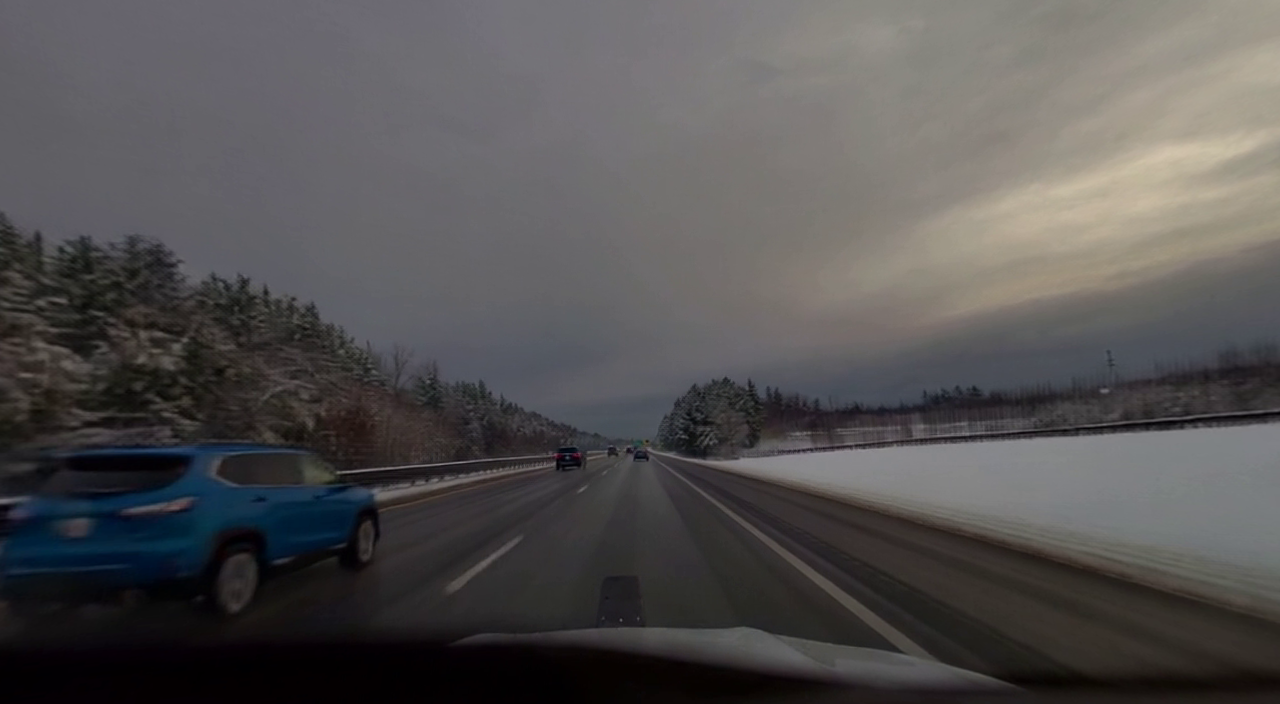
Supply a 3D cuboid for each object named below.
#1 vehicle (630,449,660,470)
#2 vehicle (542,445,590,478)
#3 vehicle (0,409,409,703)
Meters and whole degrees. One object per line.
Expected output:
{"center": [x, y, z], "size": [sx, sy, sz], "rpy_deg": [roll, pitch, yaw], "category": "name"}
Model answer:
{"center": [0.353, 7.911, 46.469], "size": [2.046, 1.452, 4.407], "rpy_deg": [0, -9, 0], "category": "vehicle"}
{"center": [-3.986, 5.984, 34.811], "size": [2.100, 1.667, 4.223], "rpy_deg": [0, -9, 1], "category": "vehicle"}
{"center": [-3.740, 1.360, 5.187], "size": [2.034, 1.520, 4.236], "rpy_deg": [0, -9, 1], "category": "vehicle"}
